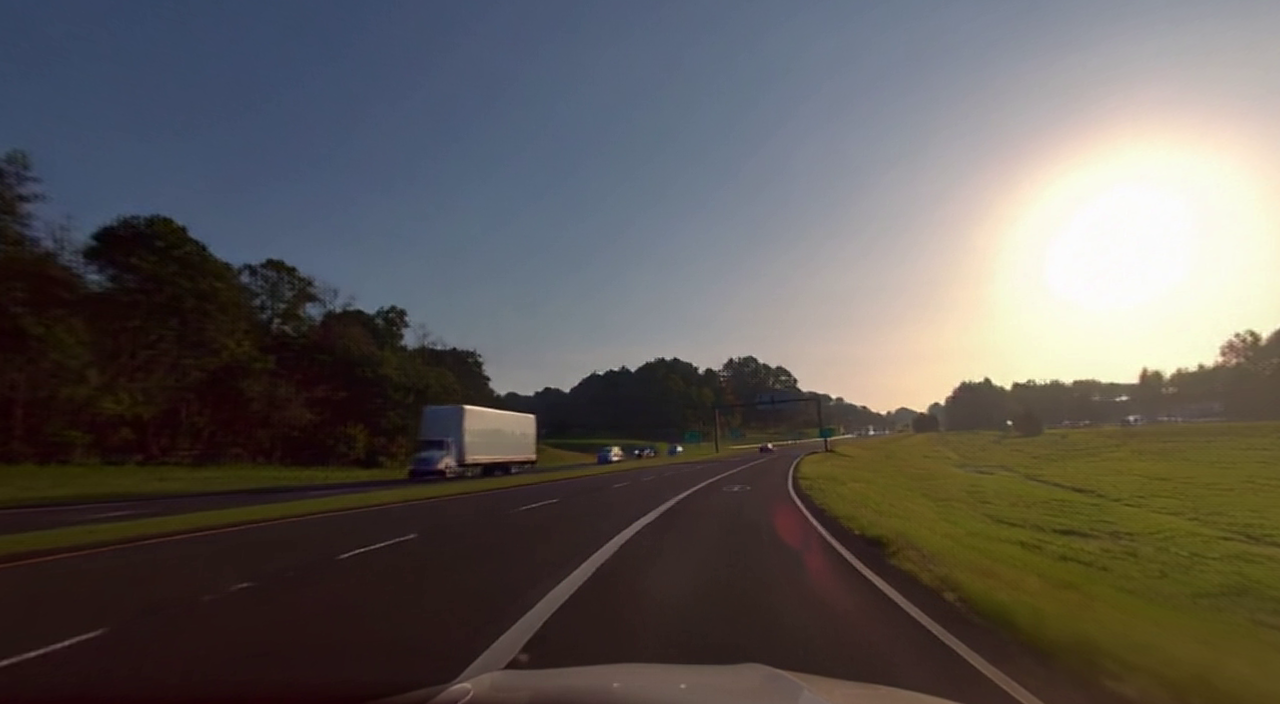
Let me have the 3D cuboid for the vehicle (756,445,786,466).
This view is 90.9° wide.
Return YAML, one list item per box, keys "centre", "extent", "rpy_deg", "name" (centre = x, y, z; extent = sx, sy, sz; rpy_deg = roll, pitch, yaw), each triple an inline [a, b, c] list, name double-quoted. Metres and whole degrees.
- centre: [9.312, 7.298, 44.581]
  extent: [1.807, 1.427, 3.645]
  rpy_deg: [-3, -9, 16]
  name: "vehicle"

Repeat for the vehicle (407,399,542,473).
- centre: [-8.730, 4.774, 34.892]
  extent: [2.965, 3.507, 9.019]
  rpy_deg: [-3, -9, 16]
  name: "vehicle"
